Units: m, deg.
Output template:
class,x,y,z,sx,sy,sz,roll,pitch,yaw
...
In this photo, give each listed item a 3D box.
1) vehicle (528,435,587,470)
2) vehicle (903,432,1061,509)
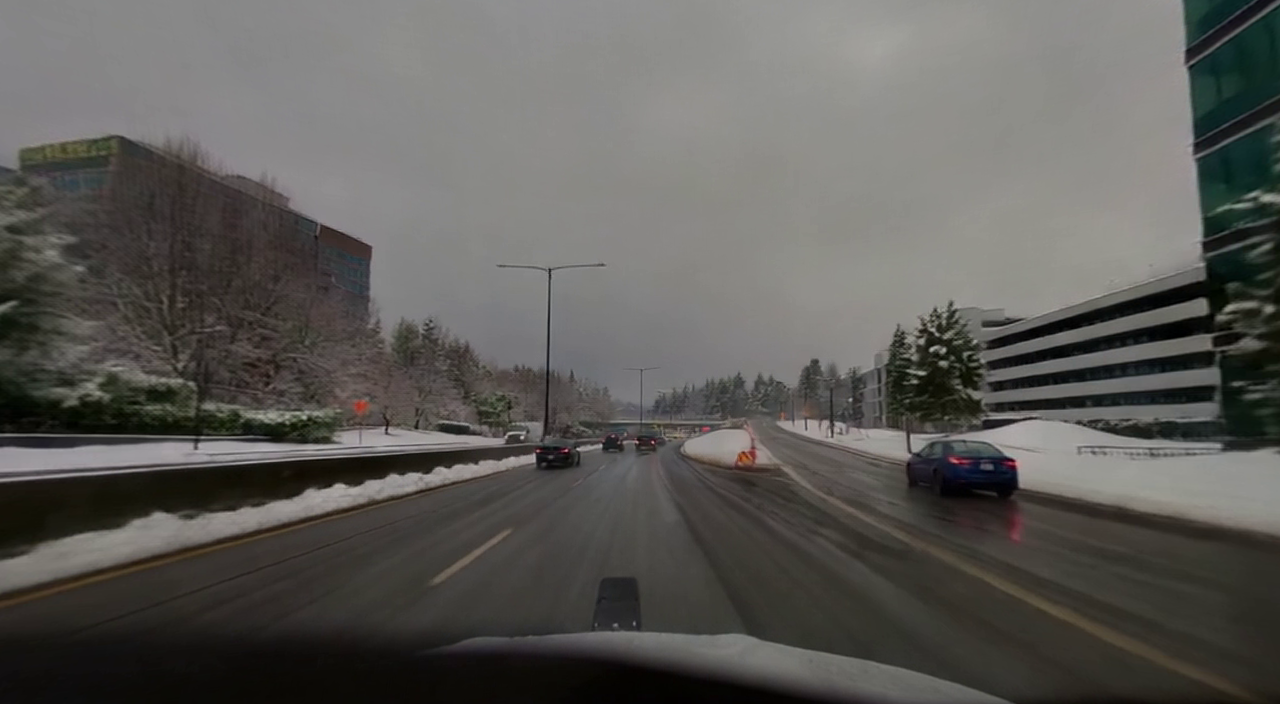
class,x,y,z,sx,sy,sz,roll,pitch,yaw
vehicle,-3.453,4.263,27.054,1.848,1.406,4.013,0,-8,2
vehicle,7.608,2.615,14.474,1.913,1.499,3.581,-1,-8,6
